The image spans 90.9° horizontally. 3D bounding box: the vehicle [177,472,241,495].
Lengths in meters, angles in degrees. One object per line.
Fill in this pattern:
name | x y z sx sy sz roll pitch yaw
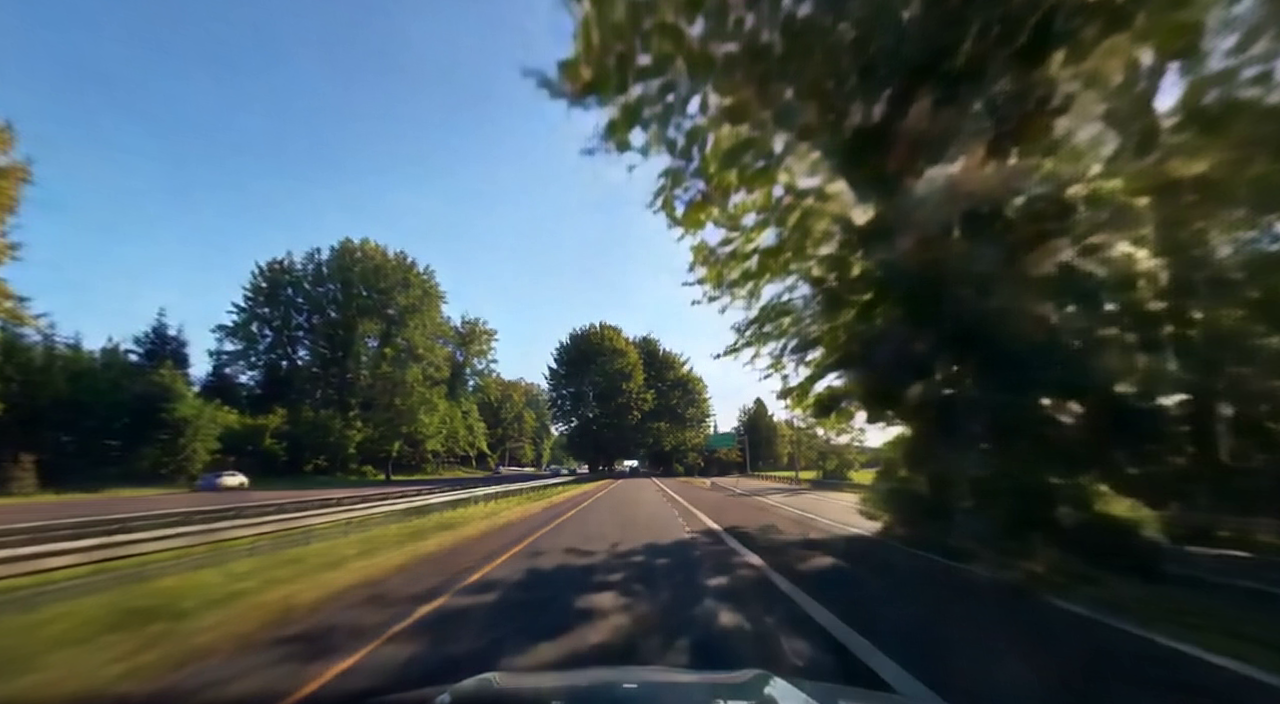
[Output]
vehicle | -30.648 9.327 44.963 1.770 1.466 4.225 2 -11 -4
